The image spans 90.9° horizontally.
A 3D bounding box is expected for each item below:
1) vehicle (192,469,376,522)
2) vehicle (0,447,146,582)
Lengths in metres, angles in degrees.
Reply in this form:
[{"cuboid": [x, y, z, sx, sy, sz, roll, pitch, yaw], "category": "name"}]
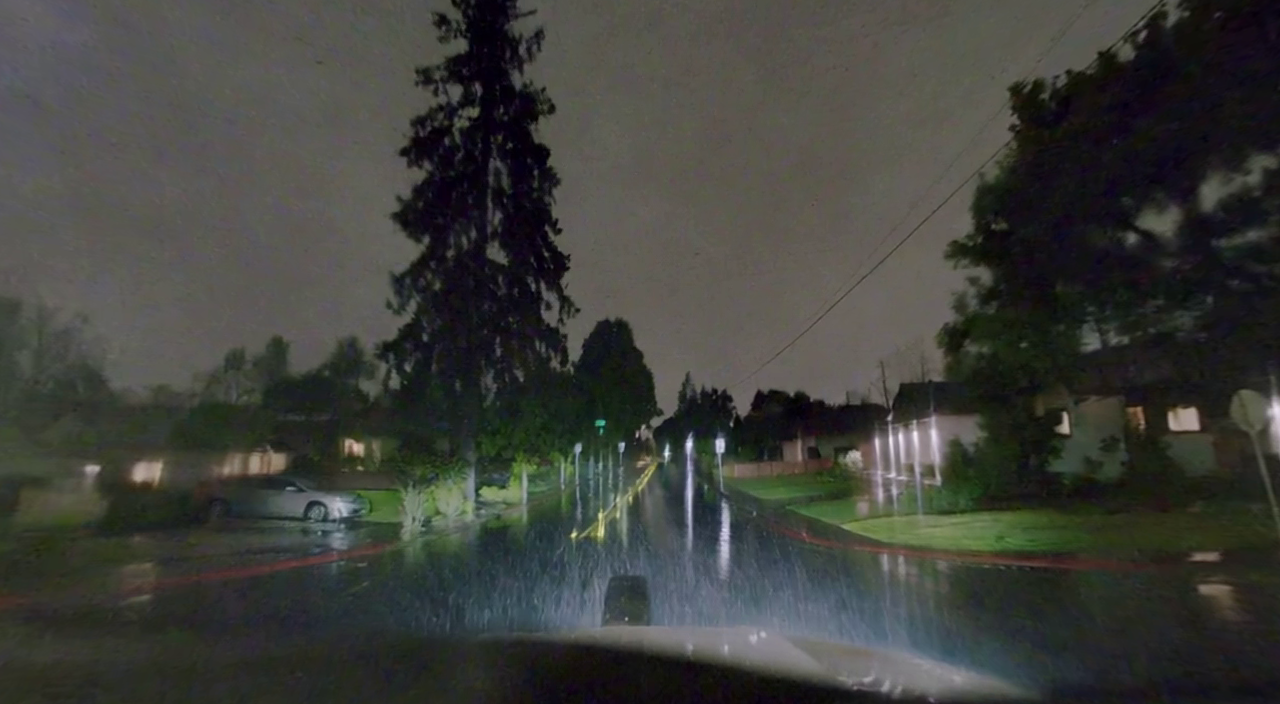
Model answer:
[{"cuboid": [-11.114, 4.496, 19.905, 4.659, 1.464, 1.930, 0, -9, 3], "category": "vehicle"}, {"cuboid": [-11.380, 2.567, 10.511, 4.463, 1.948, 2.114, 0, -8, 2], "category": "vehicle"}]
